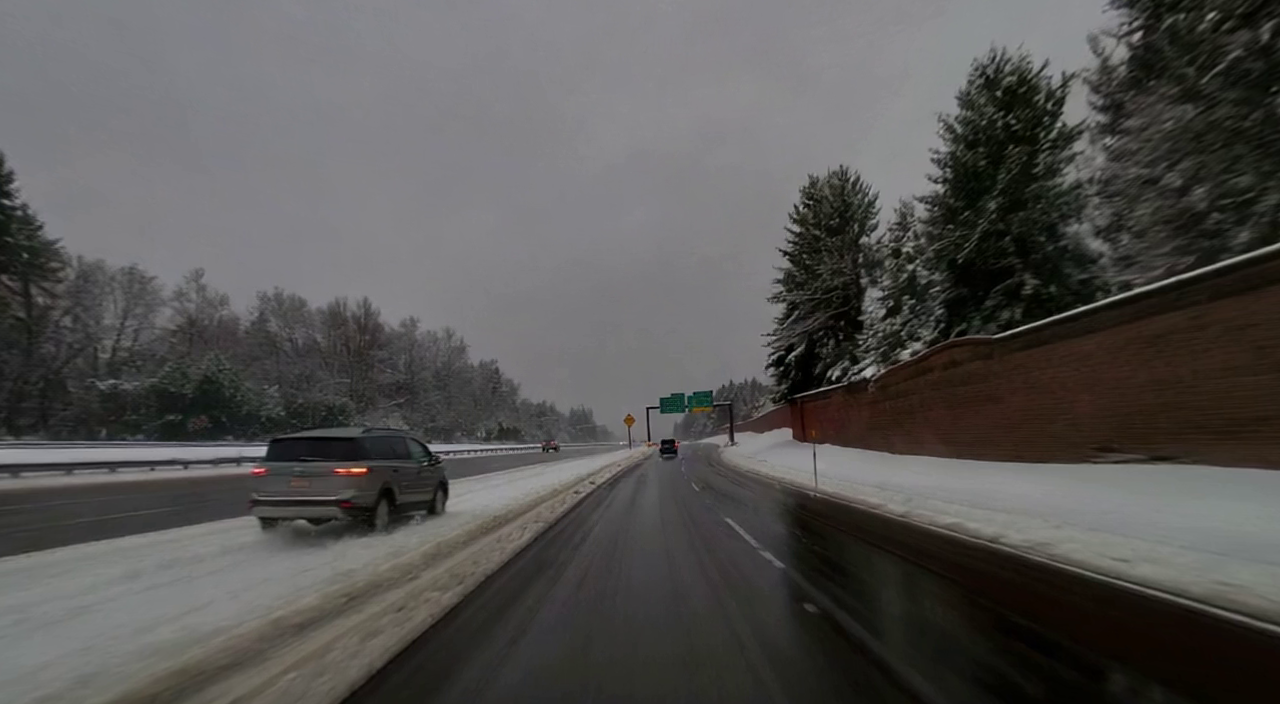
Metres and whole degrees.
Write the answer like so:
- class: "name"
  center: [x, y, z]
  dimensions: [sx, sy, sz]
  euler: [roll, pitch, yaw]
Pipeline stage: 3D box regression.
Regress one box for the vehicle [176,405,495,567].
- class: "vehicle"
  center: [-3.799, 1.777, 9.141]
  dimensions: [2.151, 1.707, 4.759]
  euler: [0, -8, 1]
